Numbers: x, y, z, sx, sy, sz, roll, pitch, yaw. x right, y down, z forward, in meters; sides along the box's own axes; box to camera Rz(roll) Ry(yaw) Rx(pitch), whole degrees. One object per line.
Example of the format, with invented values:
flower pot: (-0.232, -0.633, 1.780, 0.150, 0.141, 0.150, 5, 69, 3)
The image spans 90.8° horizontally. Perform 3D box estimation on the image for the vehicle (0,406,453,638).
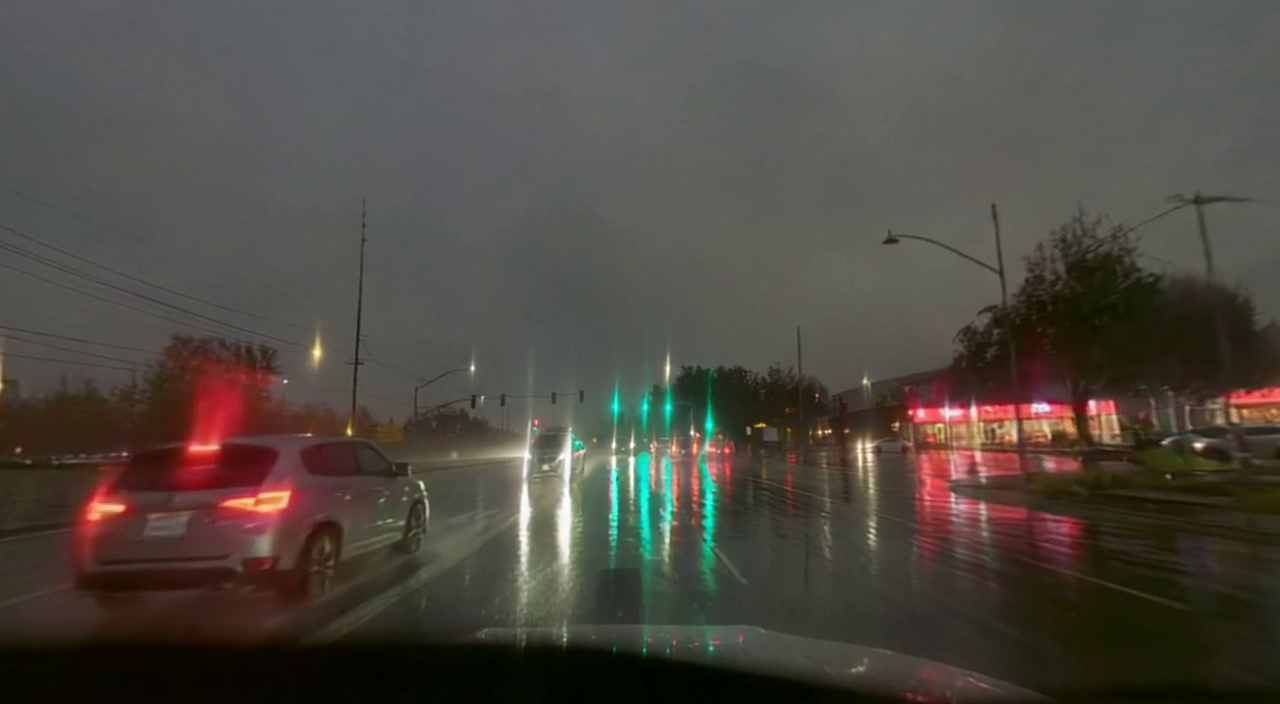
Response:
vehicle: (-3.685, 1.453, 6.479, 2.097, 1.497, 4.571, 0, -8, 1)

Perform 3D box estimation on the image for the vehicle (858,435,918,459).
vehicle: (16.060, 6.173, 41.198, 1.819, 1.457, 4.680, 0, -8, -3)

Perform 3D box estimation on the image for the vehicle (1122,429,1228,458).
vehicle: (30.550, 5.245, 36.239, 4.181, 1.491, 1.706, -5, -10, 23)

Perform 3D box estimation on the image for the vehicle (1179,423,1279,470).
vehicle: (23.769, 3.535, 23.730, 4.824, 1.693, 1.984, -4, -9, 21)

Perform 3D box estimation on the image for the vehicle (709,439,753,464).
vehicle: (5.578, 6.161, 39.263, 2.017, 1.453, 4.497, 0, -8, -1)

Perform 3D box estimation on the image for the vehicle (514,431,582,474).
vehicle: (-3.767, 4.214, 26.572, 2.143, 1.643, 4.336, 0, -8, 1)
